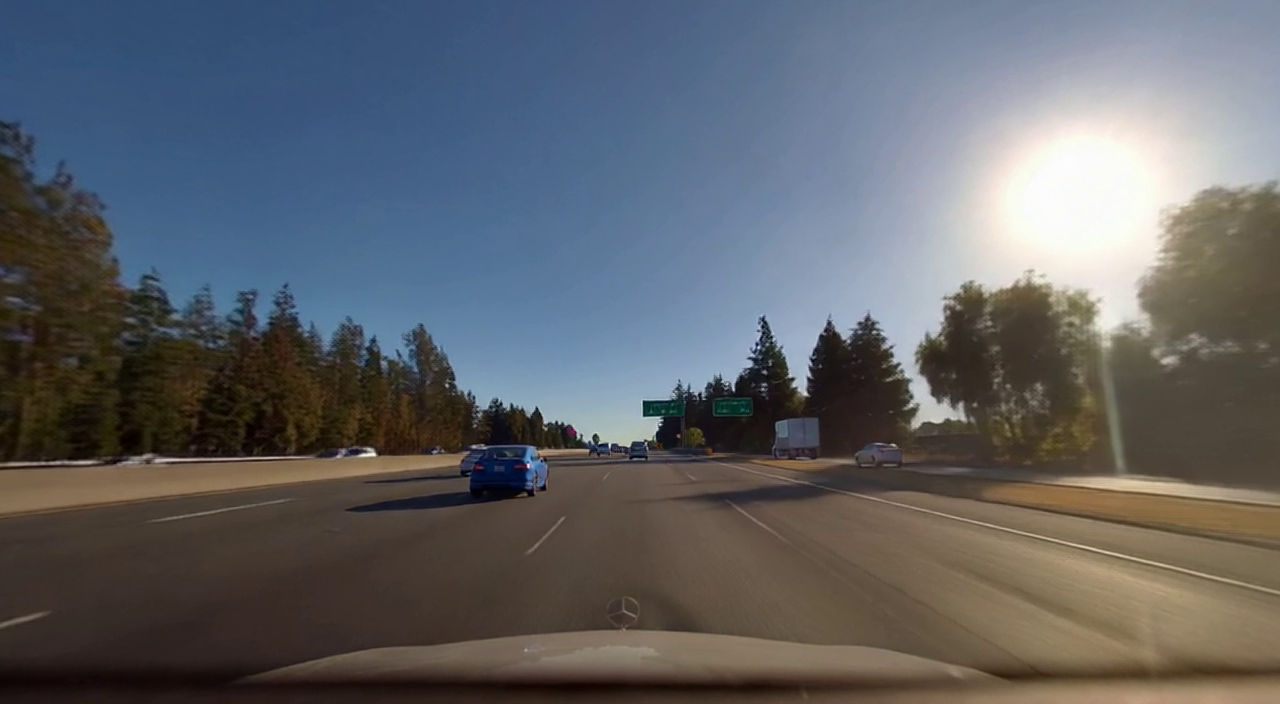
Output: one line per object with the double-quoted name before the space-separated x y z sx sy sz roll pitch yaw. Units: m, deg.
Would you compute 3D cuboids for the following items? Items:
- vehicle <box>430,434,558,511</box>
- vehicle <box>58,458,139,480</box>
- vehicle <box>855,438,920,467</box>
"vehicle" -3.230 2.754 14.916 2.020 1.554 4.137 0 -9 0
"vehicle" -40.555 8.775 47.496 2.068 1.488 4.731 0 -9 -3
"vehicle" 15.478 6.294 39.812 2.081 1.707 4.756 0 -9 -2
